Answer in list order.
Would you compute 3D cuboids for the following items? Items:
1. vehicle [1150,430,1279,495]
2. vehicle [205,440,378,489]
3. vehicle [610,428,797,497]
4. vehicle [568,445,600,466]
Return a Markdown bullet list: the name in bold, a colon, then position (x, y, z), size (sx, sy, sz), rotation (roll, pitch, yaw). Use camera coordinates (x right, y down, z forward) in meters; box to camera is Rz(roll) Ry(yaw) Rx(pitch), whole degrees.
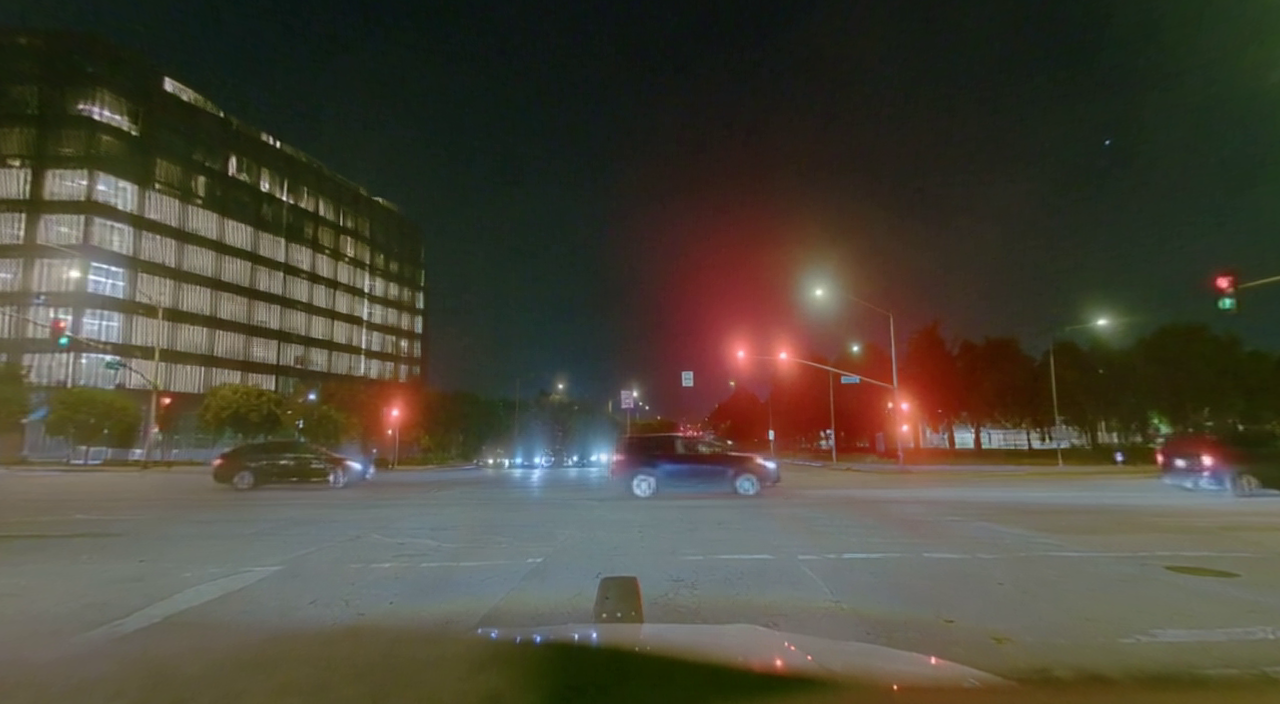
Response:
- **vehicle**: position (20.026, 3.514, 20.398), size (5.101, 1.940, 2.468), rotation (1, -8, -6)
- **vehicle**: position (-11.101, 3.607, 20.516), size (4.424, 1.454, 2.043), rotation (2, -9, -11)
- **vehicle**: position (1.678, 3.093, 17.965), size (4.923, 1.800, 2.153), rotation (1, -8, -6)
- **vehicle**: position (-4.387, 8.131, 49.773), size (2.130, 1.613, 4.121), rotation (0, -8, 0)
